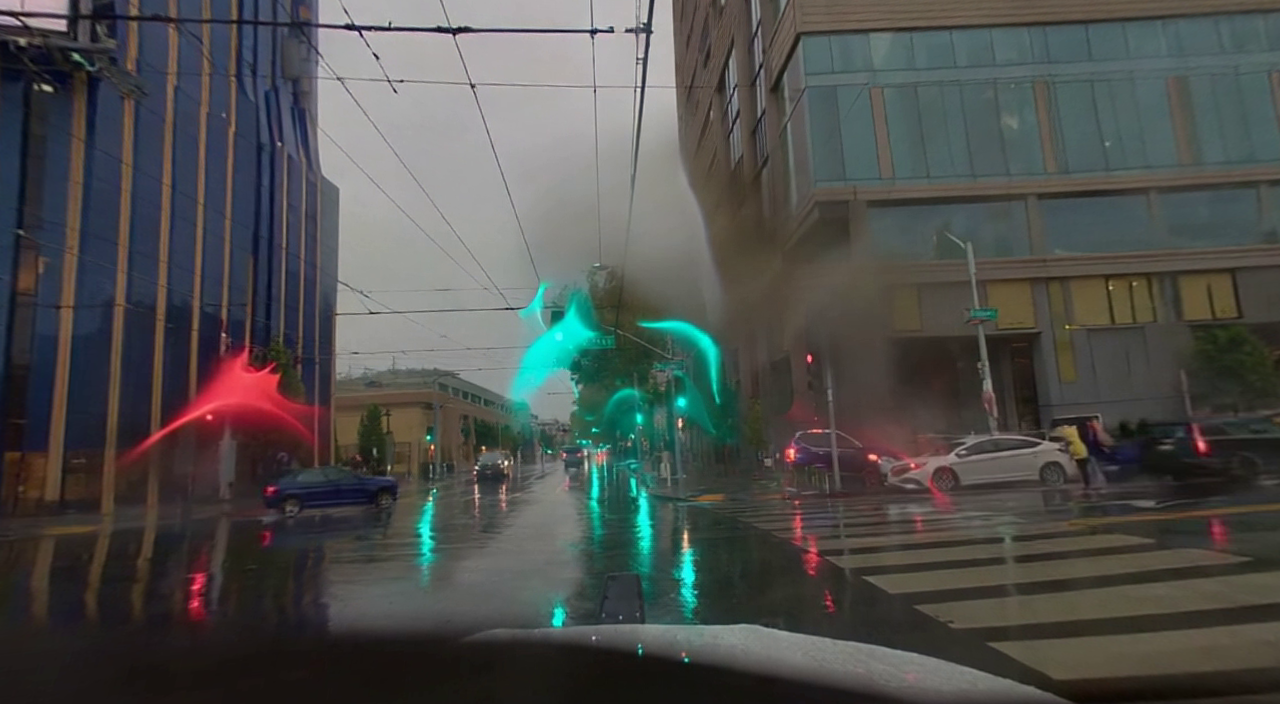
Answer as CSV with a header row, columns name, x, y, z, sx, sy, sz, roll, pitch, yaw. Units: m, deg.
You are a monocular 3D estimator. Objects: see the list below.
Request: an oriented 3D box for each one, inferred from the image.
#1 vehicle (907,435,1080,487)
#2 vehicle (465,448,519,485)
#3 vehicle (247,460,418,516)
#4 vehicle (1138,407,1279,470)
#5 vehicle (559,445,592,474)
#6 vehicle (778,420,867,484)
name,x,y,z,sx,sy,sz,roll,pitch,yaw
vehicle,11.382,3.513,20.519,4.697,1.510,1.596,0,-9,-5
vehicle,-8.428,6.523,36.286,2.121,1.792,4.510,-4,-8,-2
vehicle,-9.770,4.287,20.292,4.549,1.490,1.797,7,-11,-38
vehicle,16.943,2.402,17.529,4.637,1.624,1.927,0,-8,-3
vehicle,-4.403,7.416,43.929,2.137,1.910,5.120,1,-8,-5
vehicle,7.538,4.113,26.628,2.316,2.425,4.466,1,-7,-2
